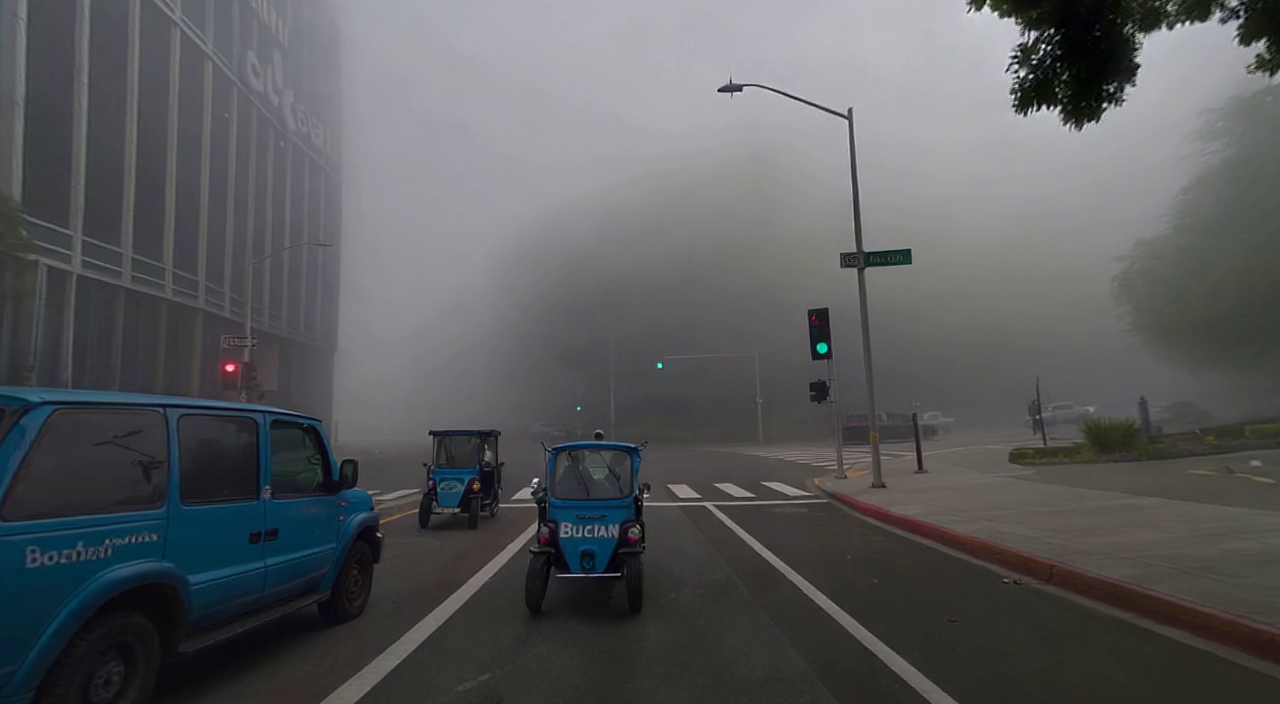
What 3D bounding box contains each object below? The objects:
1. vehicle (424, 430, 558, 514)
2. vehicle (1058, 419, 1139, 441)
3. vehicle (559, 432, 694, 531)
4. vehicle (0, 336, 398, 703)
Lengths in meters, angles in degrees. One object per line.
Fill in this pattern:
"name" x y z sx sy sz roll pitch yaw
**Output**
"vehicle" -3.191 2.655 14.376 1.935 1.615 4.073 -1 -8 2
"vehicle" 30.702 5.269 42.110 1.751 1.420 4.027 8 -12 -43
"vehicle" -0.169 2.255 11.522 2.025 1.458 4.085 0 -8 1
"vehicle" -3.611 1.128 4.435 2.000 1.809 4.405 0 -8 0
